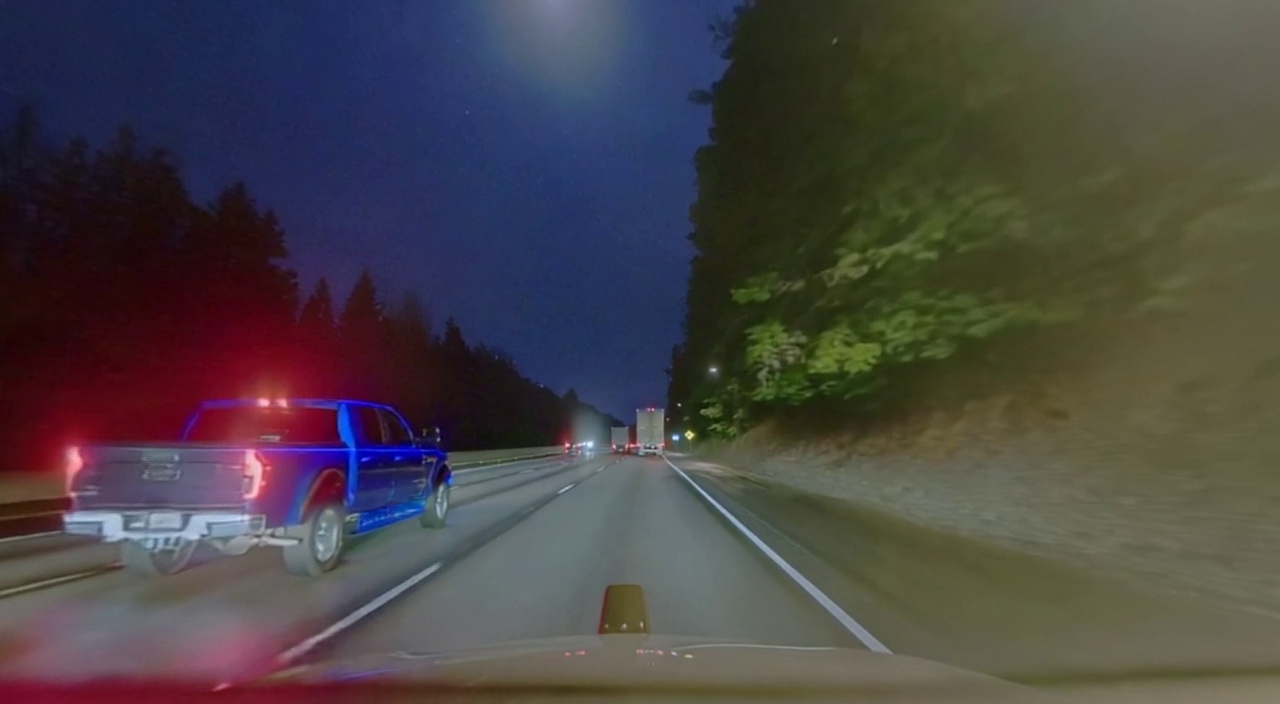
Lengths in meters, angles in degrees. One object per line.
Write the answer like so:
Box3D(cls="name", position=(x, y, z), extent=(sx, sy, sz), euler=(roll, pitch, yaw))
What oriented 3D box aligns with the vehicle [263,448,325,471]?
Box3D(cls="vehicle", position=(-25.508, 7.936, 46.648), extent=(2.060, 1.559, 4.348), euler=(0, -8, 1))
